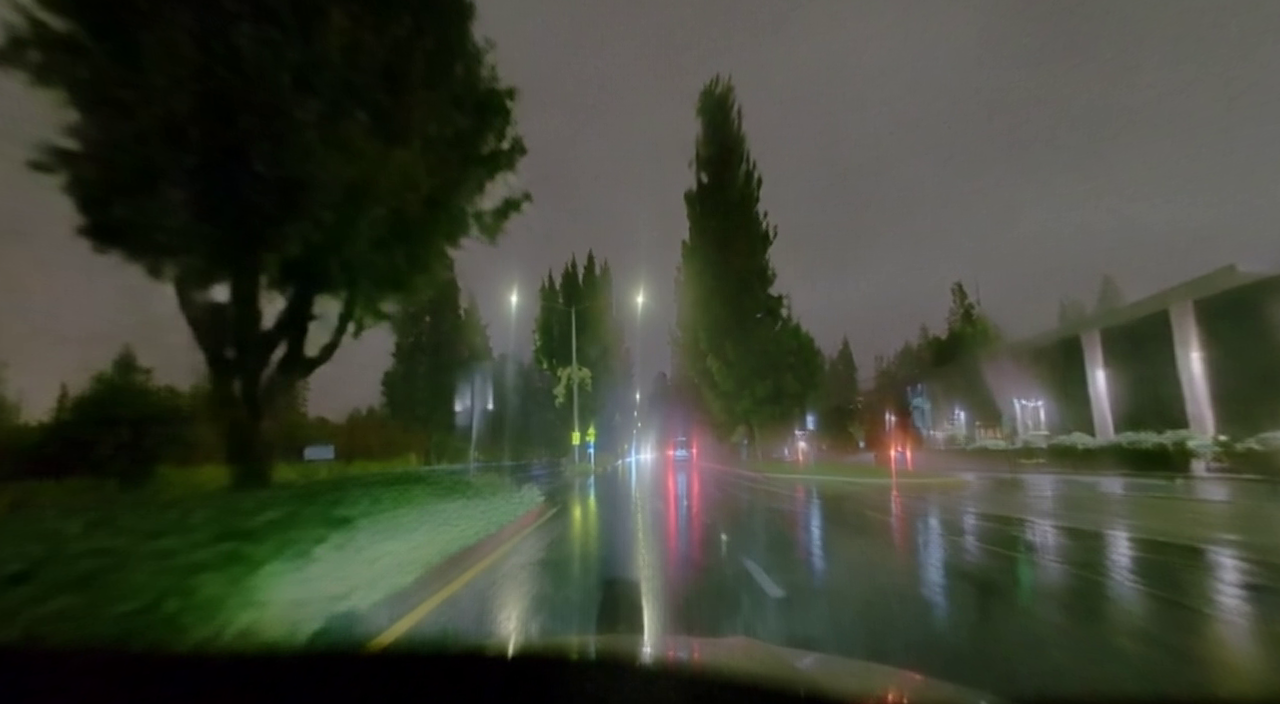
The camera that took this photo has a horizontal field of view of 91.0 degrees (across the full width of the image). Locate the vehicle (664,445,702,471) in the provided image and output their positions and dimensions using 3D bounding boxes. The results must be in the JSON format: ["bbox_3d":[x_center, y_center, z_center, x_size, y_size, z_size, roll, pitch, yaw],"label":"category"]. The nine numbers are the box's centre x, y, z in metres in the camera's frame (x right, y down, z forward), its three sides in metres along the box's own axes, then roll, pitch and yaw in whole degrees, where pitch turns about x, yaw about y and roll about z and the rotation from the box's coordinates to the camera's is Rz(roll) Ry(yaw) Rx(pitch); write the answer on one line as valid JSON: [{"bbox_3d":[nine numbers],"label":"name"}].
[{"bbox_3d":[2.699,6.792,40.486,2.044,1.537,4.528,0,-9,-1],"label":"vehicle"}]
